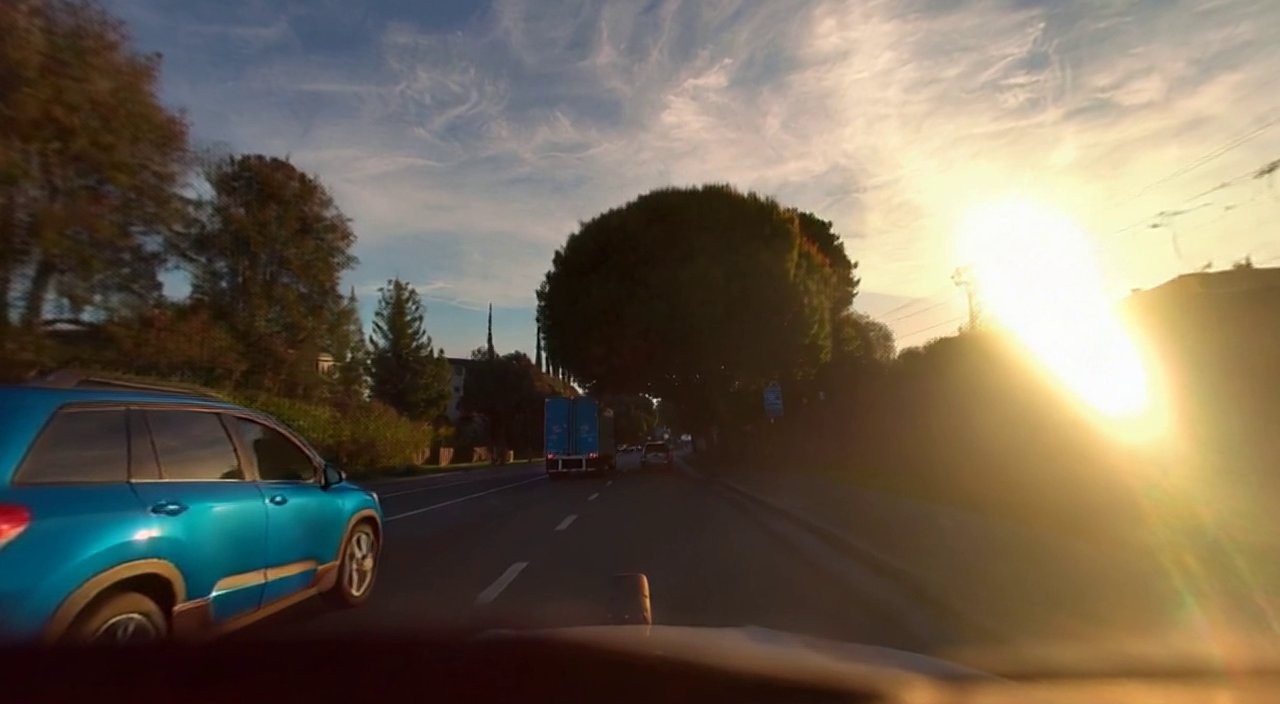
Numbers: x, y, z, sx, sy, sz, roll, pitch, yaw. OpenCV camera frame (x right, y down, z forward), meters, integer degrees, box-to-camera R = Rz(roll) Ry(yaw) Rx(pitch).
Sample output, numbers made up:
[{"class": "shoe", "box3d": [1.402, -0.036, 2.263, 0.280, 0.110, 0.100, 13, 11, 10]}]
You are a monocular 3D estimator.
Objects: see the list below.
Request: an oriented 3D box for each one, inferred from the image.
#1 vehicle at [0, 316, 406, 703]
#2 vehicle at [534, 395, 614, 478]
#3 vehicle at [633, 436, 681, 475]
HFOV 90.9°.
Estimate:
[{"class": "vehicle", "box3d": [-3.293, 1.014, 3.640, 2.093, 1.832, 4.508, 0, -9, 1]}, {"class": "vehicle", "box3d": [-3.079, 4.398, 32.406, 2.928, 3.658, 8.980, 0, -8, 1]}, {"class": "vehicle", "box3d": [0.793, 5.010, 30.621, 2.174, 1.749, 4.113, 0, -8, 1]}]
